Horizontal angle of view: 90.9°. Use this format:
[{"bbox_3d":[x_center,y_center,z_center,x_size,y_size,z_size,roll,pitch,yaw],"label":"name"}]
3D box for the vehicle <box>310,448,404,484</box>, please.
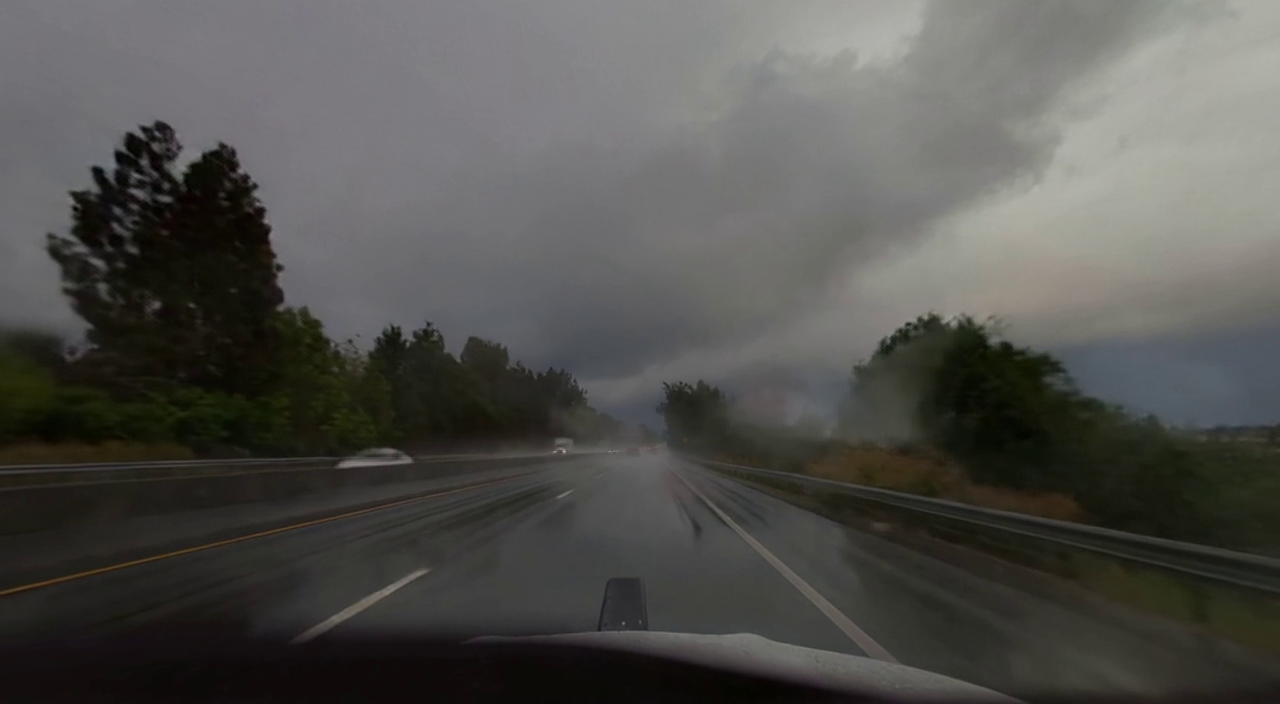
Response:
[{"bbox_3d":[-12.381,5.009,27.963,1.989,1.456,4.561,0,-9,1],"label":"vehicle"}]
